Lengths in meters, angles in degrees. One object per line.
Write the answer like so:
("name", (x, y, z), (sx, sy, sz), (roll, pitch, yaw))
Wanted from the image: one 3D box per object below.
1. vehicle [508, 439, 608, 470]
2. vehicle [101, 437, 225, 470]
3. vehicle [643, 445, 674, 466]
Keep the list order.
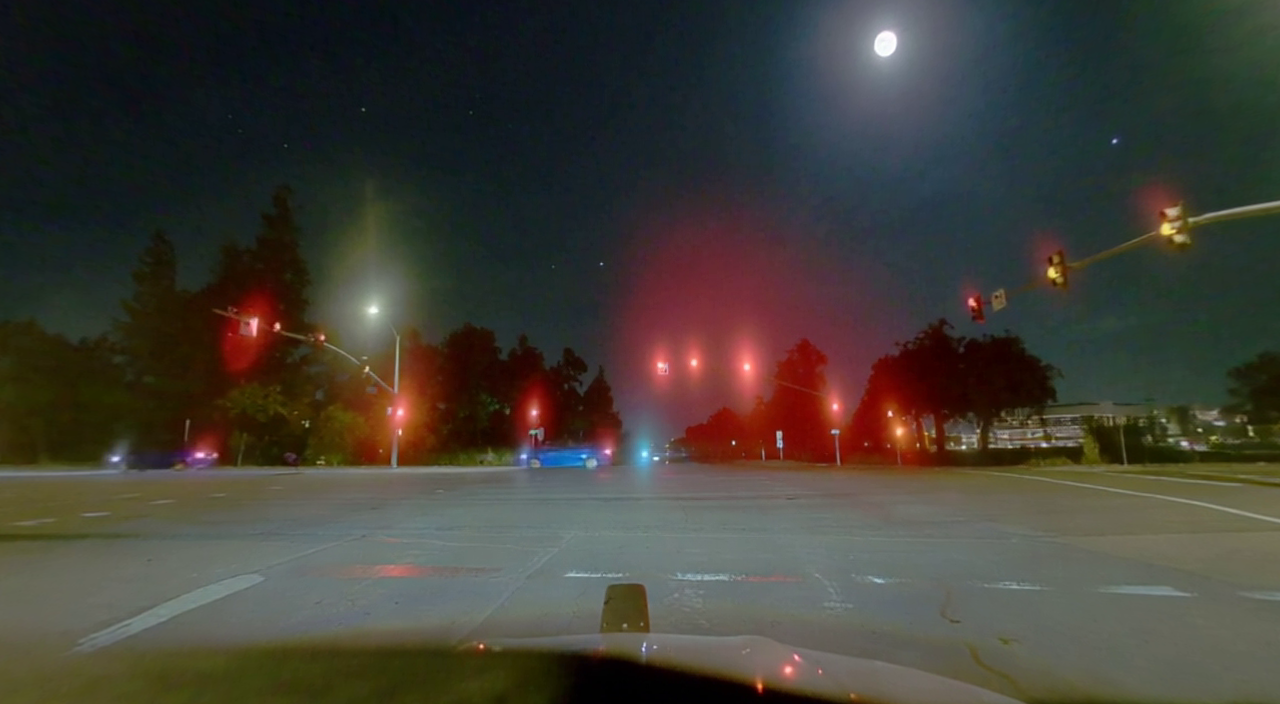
("vehicle", (-4.024, 5.072, 31.332), (4.681, 1.465, 1.820), (0, -9, 2))
("vehicle", (-24.055, 5.135, 31.918), (4.735, 1.588, 1.877), (0, -9, 1))
("vehicle", (1.310, 7.634, 46.471), (2.132, 1.449, 4.235), (0, -9, 0))
